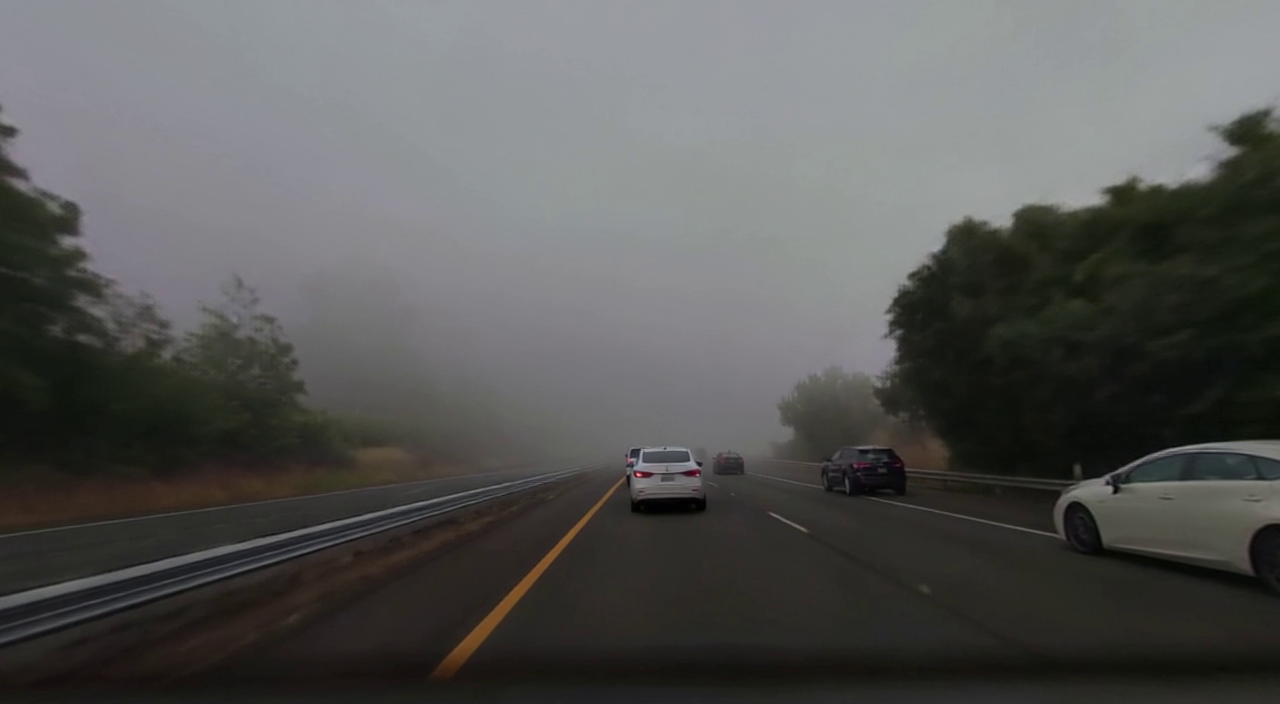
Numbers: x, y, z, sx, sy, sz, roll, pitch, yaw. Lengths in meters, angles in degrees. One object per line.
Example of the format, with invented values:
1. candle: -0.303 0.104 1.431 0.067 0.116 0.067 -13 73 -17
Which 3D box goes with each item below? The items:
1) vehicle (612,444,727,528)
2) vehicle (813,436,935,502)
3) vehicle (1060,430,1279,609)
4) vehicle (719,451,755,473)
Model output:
1. vehicle: 0.552 2.738 13.373 2.076 1.485 3.774 0 -9 0
2. vehicle: 6.789 3.444 18.869 1.980 1.702 4.235 0 -9 0
3. vehicle: 6.354 1.501 5.916 1.965 1.484 4.090 0 -9 0
4. vehicle: 6.765 7.727 44.382 1.921 1.451 3.841 0 -9 0
